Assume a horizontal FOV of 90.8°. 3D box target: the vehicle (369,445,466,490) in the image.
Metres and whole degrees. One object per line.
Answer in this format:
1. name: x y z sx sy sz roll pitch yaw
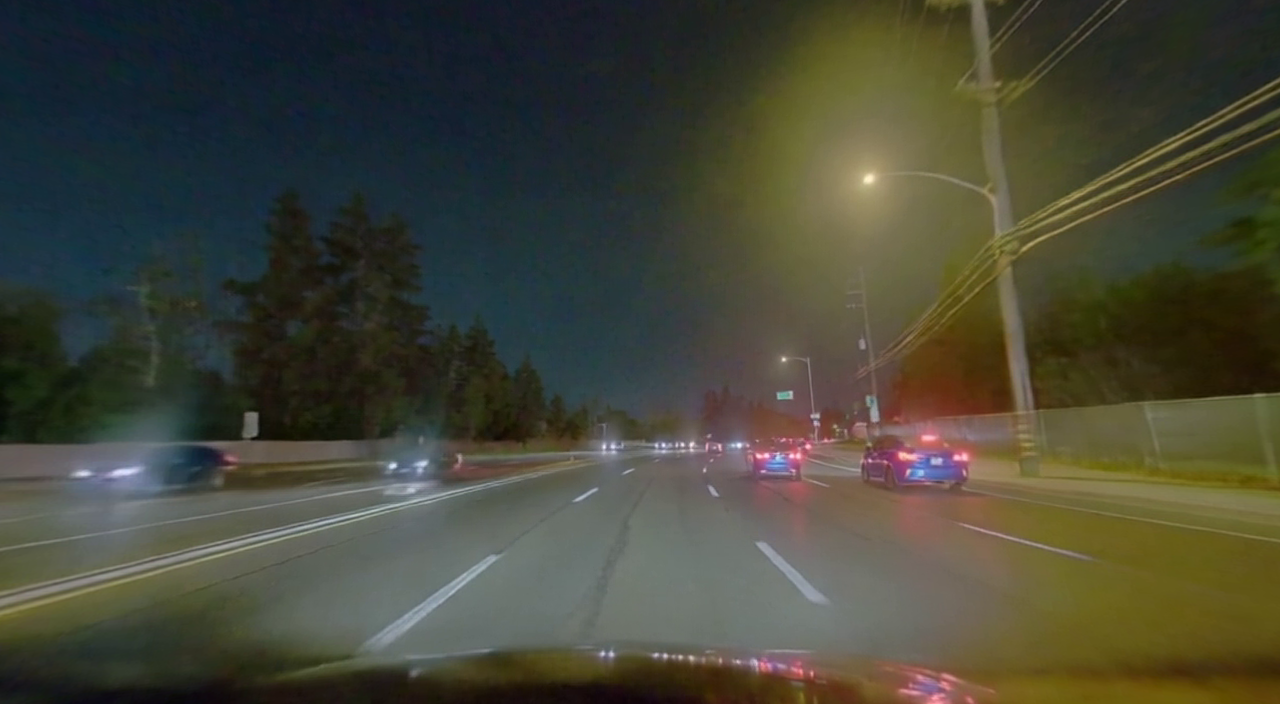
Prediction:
1. vehicle: -8.655 4.514 25.059 2.107 1.587 4.514 -1 -8 2

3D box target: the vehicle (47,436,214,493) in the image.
1. vehicle: -17.803 3.916 22.446 1.948 1.772 4.491 -1 -8 4

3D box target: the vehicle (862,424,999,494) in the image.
1. vehicle: 8.261 3.084 18.521 2.029 1.795 4.371 -1 -8 2

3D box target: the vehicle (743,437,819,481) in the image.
1. vehicle: 5.073 3.895 23.337 2.035 1.460 4.392 -1 -8 3
